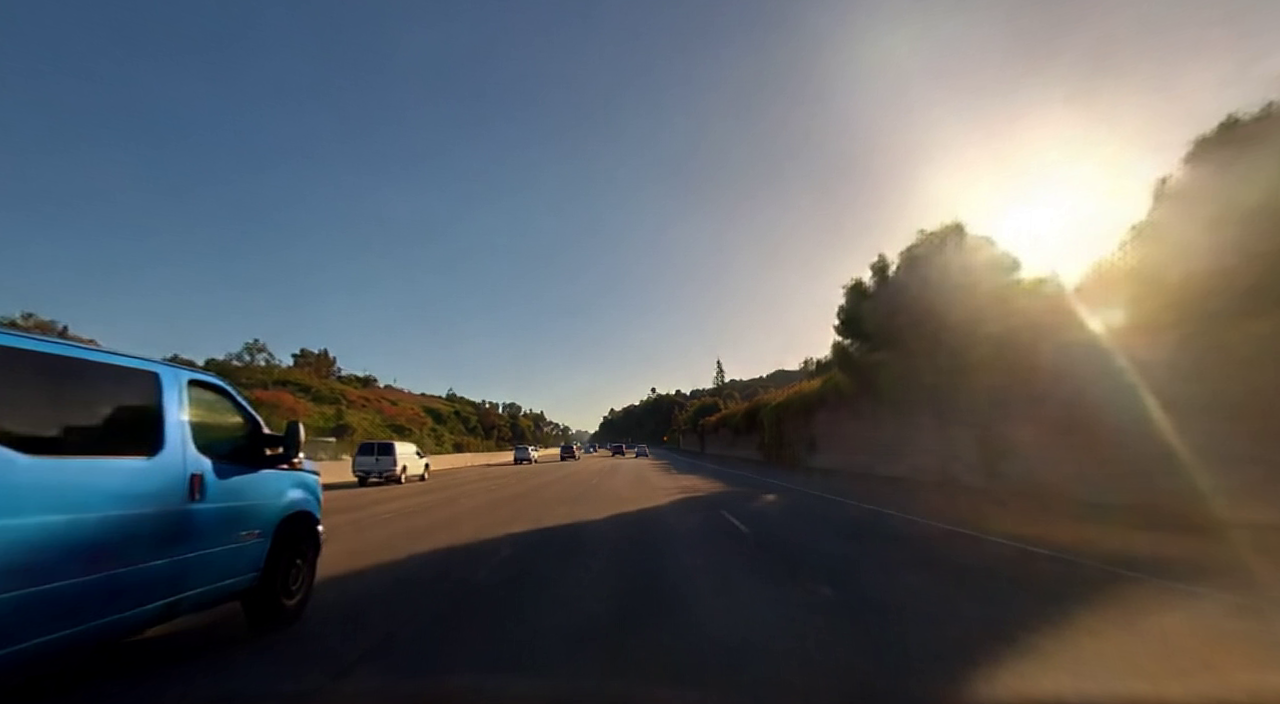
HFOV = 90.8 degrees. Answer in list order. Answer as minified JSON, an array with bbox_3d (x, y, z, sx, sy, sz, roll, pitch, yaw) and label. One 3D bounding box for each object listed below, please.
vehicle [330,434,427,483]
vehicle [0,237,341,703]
[{"bbox_3d":[-11.034,4.513,27.080,2.012,1.875,4.895,0,-9,0],"label":"vehicle"},{"bbox_3d":[-3.510,0.546,1.513,2.483,2.100,6.208,0,-9,0],"label":"vehicle"}]
